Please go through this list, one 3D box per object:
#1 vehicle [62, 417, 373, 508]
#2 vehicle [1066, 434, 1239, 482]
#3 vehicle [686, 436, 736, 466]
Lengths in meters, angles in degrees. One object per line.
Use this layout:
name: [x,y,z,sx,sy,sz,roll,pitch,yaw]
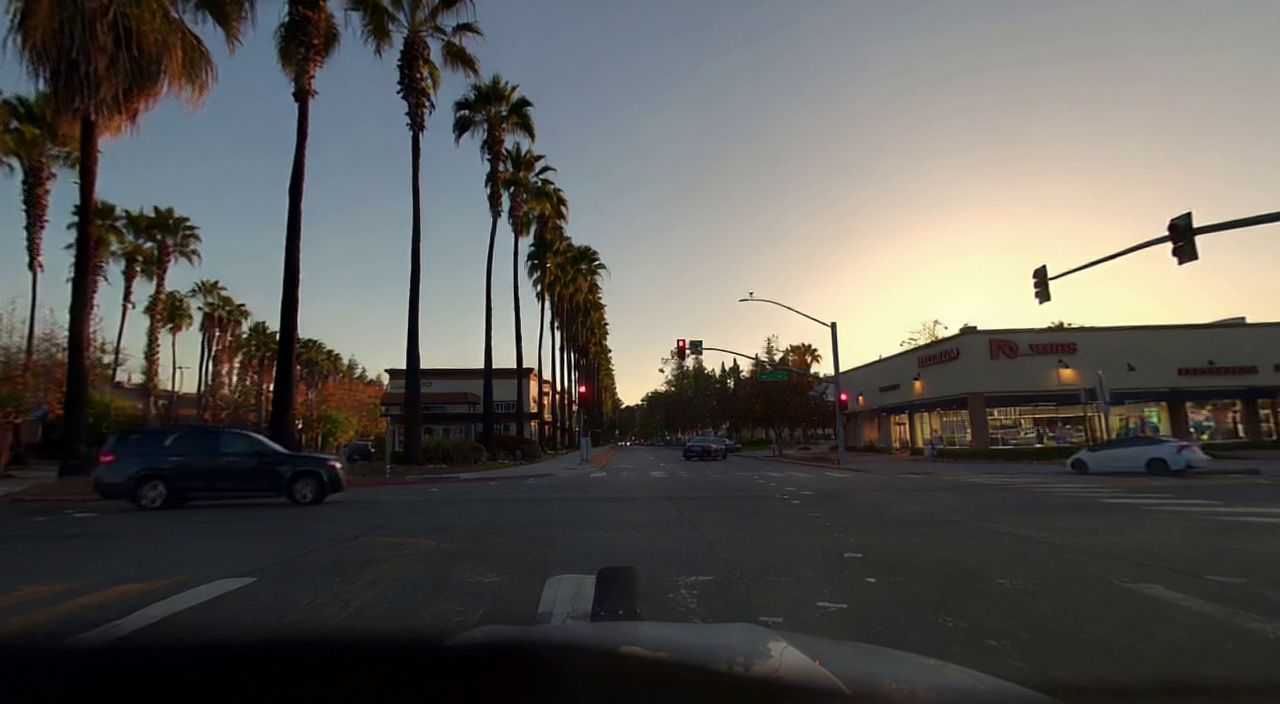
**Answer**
vehicle: [-9.738,2.604,15.025,5.619,1.951,2.321,0,-8,-3]
vehicle: [19.815,4.100,24.590,4.722,1.717,2.000,-2,-9,13]
vehicle: [4.248,5.794,37.018,1.999,1.653,4.603,-3,-9,18]
